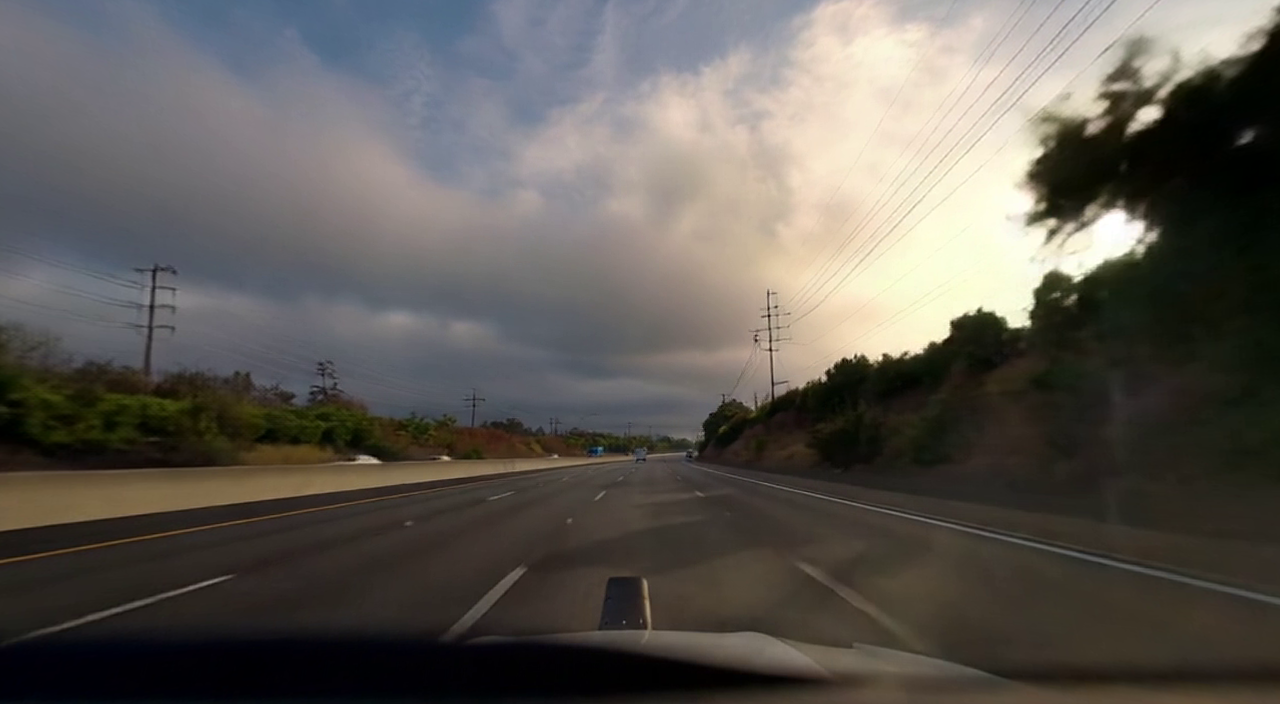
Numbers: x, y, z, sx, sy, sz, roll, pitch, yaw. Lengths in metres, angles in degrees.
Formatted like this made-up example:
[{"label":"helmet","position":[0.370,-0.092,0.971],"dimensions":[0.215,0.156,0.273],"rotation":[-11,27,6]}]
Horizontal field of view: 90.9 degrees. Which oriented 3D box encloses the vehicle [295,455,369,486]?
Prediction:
[{"label":"vehicle","position":[-18.070,6.927,37.213],"dimensions":[1.879,1.641,4.747],"rotation":[0,-9,1]}]
